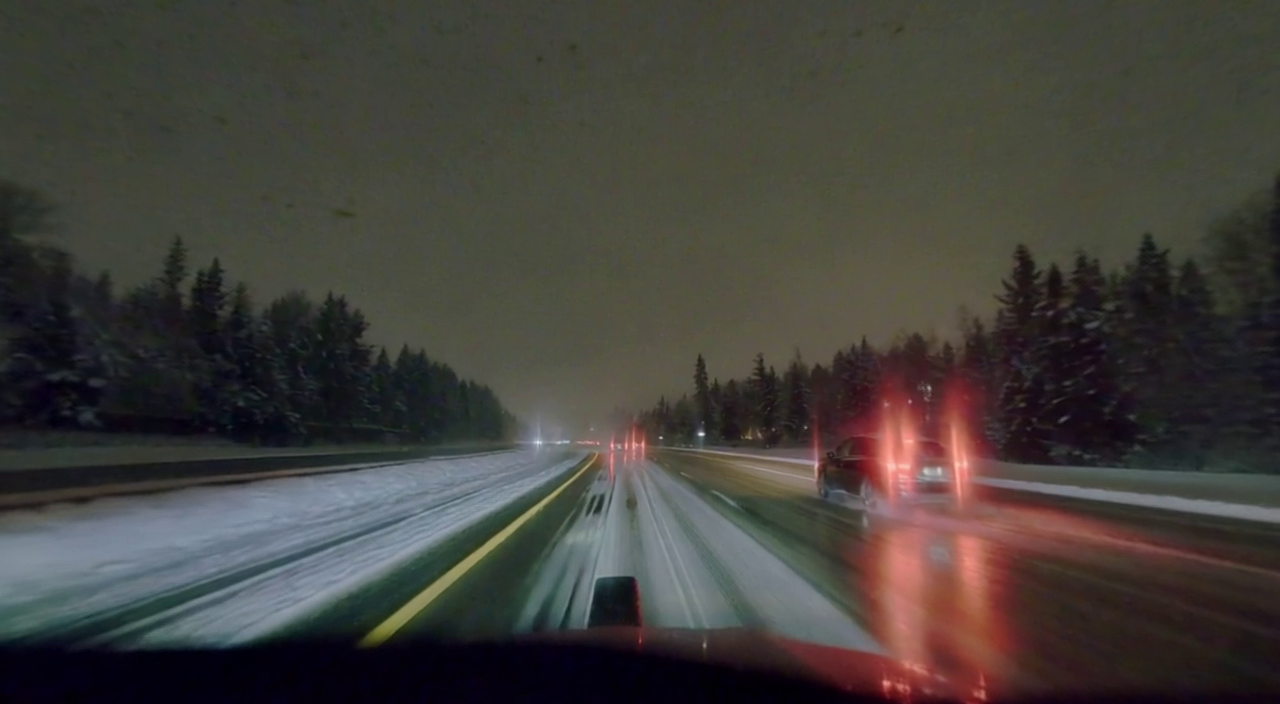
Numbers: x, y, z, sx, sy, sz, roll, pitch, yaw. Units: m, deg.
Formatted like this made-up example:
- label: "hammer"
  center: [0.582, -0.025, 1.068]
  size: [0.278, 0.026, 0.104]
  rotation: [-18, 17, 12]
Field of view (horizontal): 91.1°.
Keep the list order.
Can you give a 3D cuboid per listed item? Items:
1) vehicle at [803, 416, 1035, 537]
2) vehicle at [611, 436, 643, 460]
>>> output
- label: "vehicle"
  center: [4.030, 1.834, 9.858]
  size: [1.852, 1.513, 3.652]
  rotation: [0, -8, -2]
- label: "vehicle"
  center: [-0.917, 6.393, 42.095]
  size: [1.998, 1.512, 3.735]
  rotation: [0, -8, -3]
